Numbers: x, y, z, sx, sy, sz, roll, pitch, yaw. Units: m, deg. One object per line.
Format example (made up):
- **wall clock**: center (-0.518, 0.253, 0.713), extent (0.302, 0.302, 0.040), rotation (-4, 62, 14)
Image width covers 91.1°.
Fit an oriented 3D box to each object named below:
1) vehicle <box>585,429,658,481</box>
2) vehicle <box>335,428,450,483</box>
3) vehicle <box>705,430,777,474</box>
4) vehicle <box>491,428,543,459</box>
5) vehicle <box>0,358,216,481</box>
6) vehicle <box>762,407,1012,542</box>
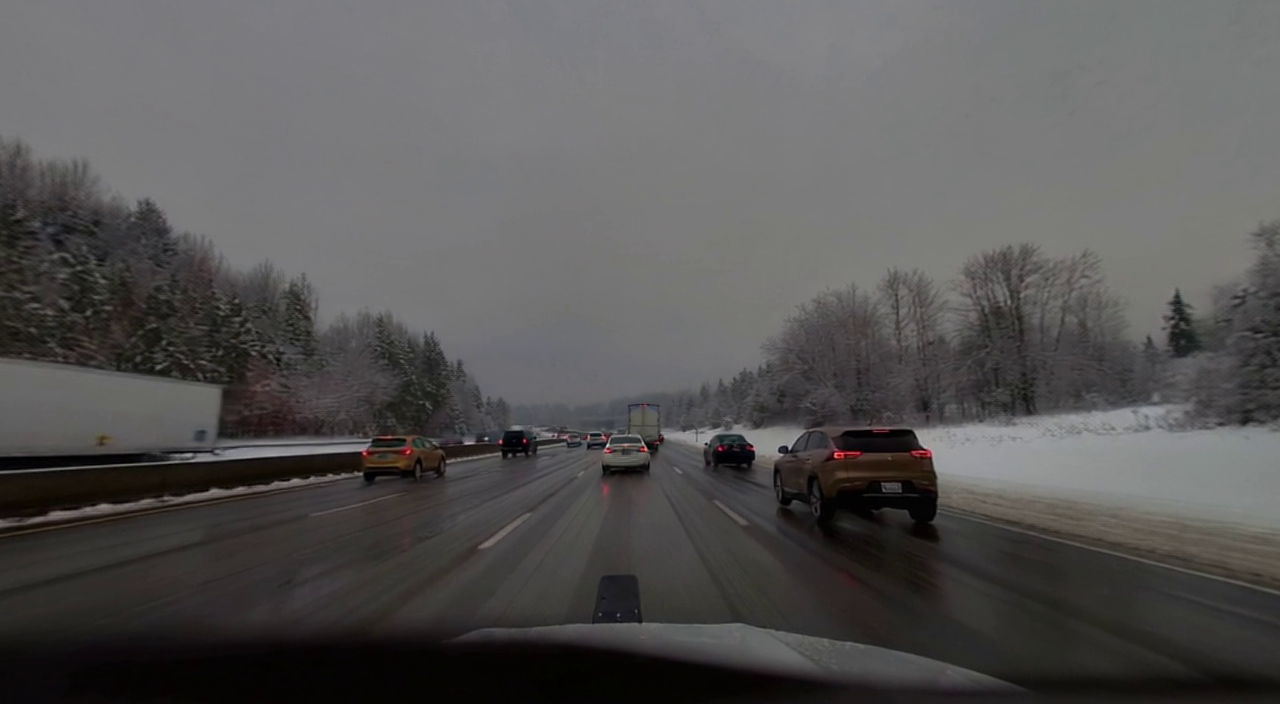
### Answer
- **vehicle**: center (-0.575, 3.274, 20.414), extent (2.111, 1.494, 4.364), rotation (0, -8, -1)
- **vehicle**: center (-7.576, 3.195, 19.724), extent (1.934, 1.526, 3.966), rotation (0, -8, 1)
- **vehicle**: center (3.742, 3.767, 24.088), extent (1.972, 1.516, 4.514), rotation (0, -8, 0)
- **vehicle**: center (-7.414, 5.561, 38.413), extent (2.117, 1.779, 4.745), rotation (0, -8, 1)
- **vehicle**: center (-22.862, 2.736, 24.507), extent (2.873, 4.084, 13.906), rotation (0, -8, 1)
- **vehicle**: center (3.480, 1.797, 9.963), extent (2.095, 1.650, 4.331), rotation (0, -8, -1)
